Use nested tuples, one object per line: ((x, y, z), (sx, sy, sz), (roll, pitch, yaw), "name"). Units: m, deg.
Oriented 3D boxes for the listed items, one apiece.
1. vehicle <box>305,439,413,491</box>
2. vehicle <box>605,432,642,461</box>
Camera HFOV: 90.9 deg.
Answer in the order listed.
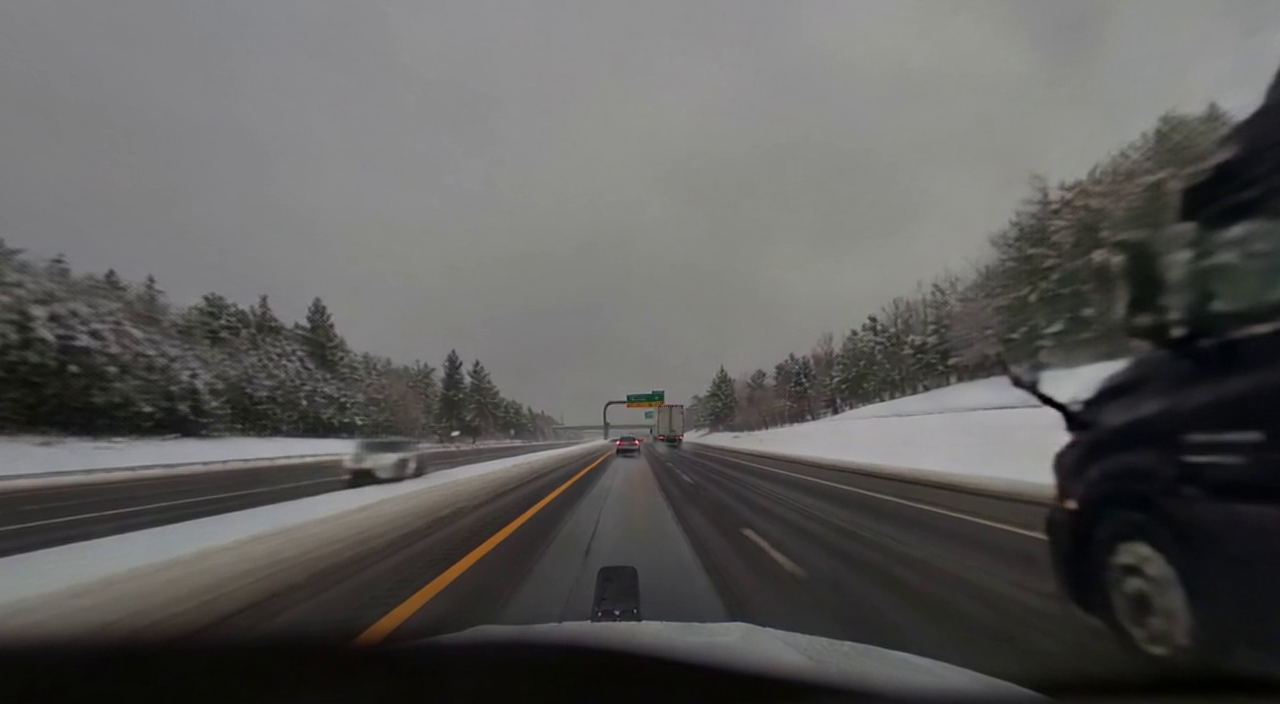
((-9.726, 3.907, 22.204), (1.895, 1.606, 4.099), (0, -8, 0), "vehicle")
((-0.948, 5.563, 37.297), (2.095, 1.557, 3.963), (0, -8, -1), "vehicle")
